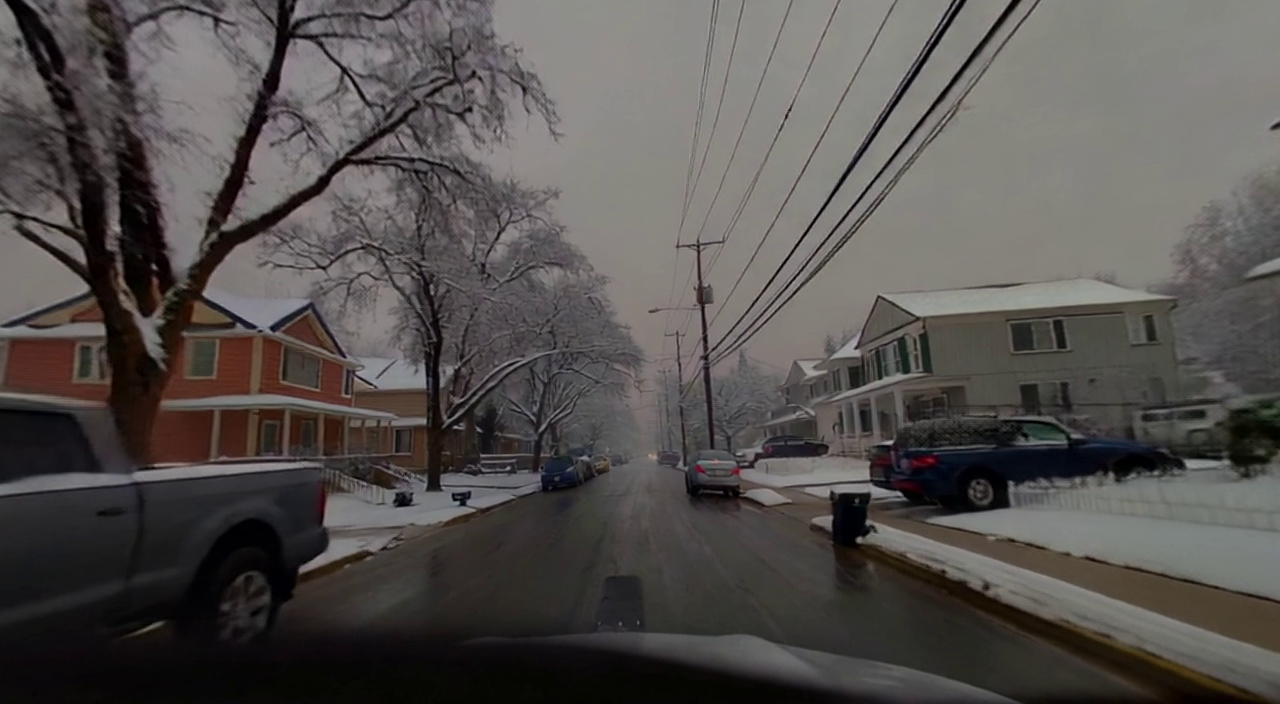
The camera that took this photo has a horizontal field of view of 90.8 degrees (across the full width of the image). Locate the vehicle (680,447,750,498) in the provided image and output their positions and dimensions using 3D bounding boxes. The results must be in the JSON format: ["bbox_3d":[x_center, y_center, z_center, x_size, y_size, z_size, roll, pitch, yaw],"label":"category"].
[{"bbox_3d":[2.662,4.371,23.436,2.043,1.631,4.613,0,-8,0],"label":"vehicle"}]

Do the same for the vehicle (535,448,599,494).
[{"bbox_3d":[-3.408,5.615,30.307,2.204,1.655,4.813,-8,-8,0],"label":"vehicle"}]

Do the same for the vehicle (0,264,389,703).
[{"bbox_3d":[-3.518,0.847,2.825,2.399,2.085,5.589,-3,-8,2],"label":"vehicle"}]

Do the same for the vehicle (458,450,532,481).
[{"bbox_3d":[-9.168,7.173,40.132,4.088,1.779,2.109,0,-6,3],"label":"vehicle"}]

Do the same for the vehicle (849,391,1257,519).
[{"bbox_3d":[7.235,1.855,11.682,5.974,2.066,2.152,0,-7,1],"label":"vehicle"}]

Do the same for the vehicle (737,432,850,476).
[{"bbox_3d":[7.911,5.308,33.020,5.274,2.170,2.205,0,-8,-2],"label":"vehicle"}]
